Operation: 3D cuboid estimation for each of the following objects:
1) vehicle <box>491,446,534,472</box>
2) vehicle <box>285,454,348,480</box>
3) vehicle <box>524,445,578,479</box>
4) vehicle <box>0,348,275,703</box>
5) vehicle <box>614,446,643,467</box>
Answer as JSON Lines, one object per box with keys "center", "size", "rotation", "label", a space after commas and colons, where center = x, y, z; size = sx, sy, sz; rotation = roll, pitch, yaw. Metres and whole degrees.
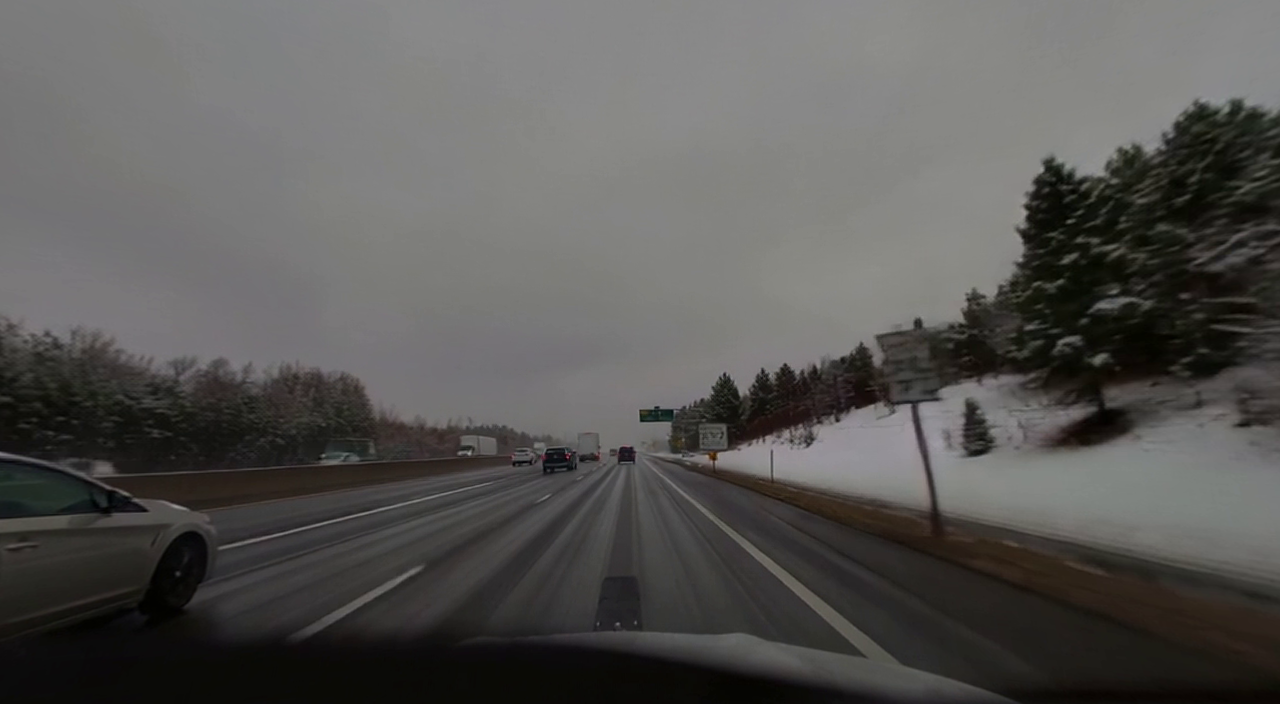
{"center": [-7.950, 6.686, 39.382], "size": [1.936, 1.516, 3.904], "rotation": [0, -9, 0], "label": "vehicle"}
{"center": [-20.109, 7.139, 39.128], "size": [1.869, 1.503, 3.906], "rotation": [0, -9, 0], "label": "vehicle"}
{"center": [-4.166, 5.198, 29.954], "size": [1.988, 1.477, 4.118], "rotation": [0, -9, 0], "label": "vehicle"}
{"center": [-4.004, 0.863, 2.745], "size": [2.074, 1.779, 4.588], "rotation": [0, -9, -1], "label": "vehicle"}
{"center": [-0.860, 7.773, 46.835], "size": [2.023, 1.479, 3.718], "rotation": [0, -9, -1], "label": "vehicle"}
